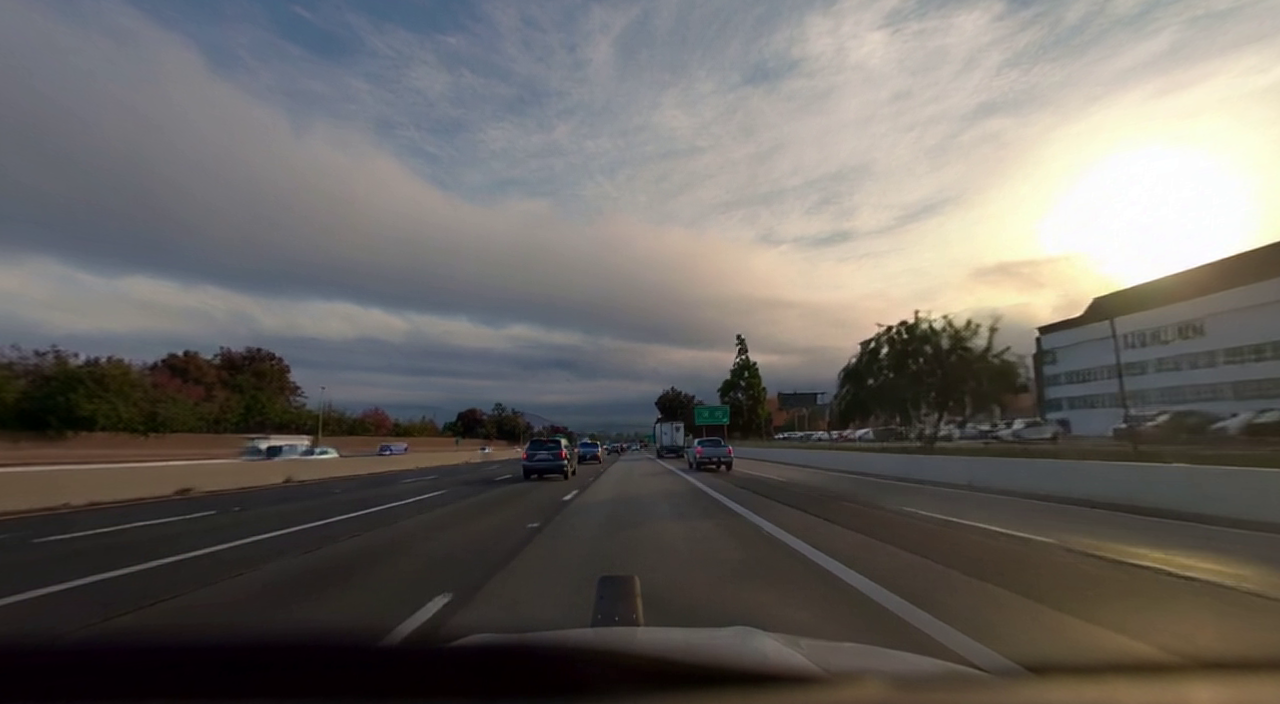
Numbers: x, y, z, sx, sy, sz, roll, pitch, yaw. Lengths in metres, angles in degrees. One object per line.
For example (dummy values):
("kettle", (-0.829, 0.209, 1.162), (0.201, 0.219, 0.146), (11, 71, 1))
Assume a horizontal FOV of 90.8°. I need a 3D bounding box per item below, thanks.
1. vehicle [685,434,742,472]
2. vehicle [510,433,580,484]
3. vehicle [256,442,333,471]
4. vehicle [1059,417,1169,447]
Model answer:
("vehicle", (3.654, 5.113, 32.190), (2.198, 1.807, 4.530), (0, -8, -2))
("vehicle", (-3.529, 4.047, 24.355), (1.987, 1.765, 4.508), (0, -8, 0))
("vehicle", (-18.382, 5.571, 33.863), (1.883, 1.467, 3.937), (0, -8, 0))
("vehicle", (29.533, 5.006, 39.508), (5.019, 1.764, 2.183), (-1, -8, 1))
